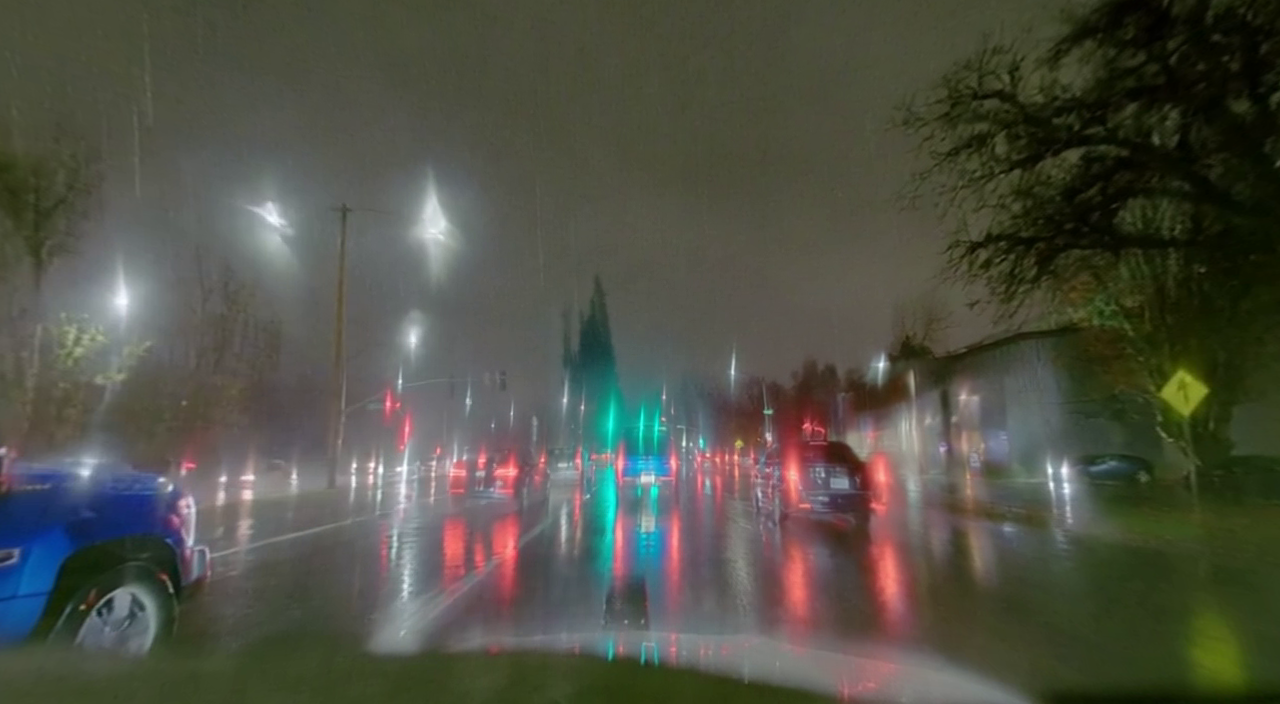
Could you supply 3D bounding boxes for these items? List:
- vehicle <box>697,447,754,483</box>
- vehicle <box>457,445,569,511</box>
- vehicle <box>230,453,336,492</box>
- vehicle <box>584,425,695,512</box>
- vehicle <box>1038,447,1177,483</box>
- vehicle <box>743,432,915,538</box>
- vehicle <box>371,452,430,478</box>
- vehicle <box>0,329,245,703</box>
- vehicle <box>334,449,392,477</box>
[{"bbox_3d":[3.845,5.175,29.115,1.968,1.472,4.456,0,-8,0],"label":"vehicle"},{"bbox_3d":[-3.152,3.203,16.638,1.986,1.465,4.509,0,-8,1],"label":"vehicle"},{"bbox_3d":[-15.273,5.136,27.289,1.924,1.450,4.524,0,-8,0],"label":"vehicle"},{"bbox_3d":[-0.017,2.986,16.718,2.493,1.934,4.957,0,-8,0],"label":"vehicle"},{"bbox_3d":[22.252,5.361,30.301,2.003,1.515,4.939,3,-9,-21],"label":"vehicle"},{"bbox_3d":[3.296,2.387,11.964,1.955,1.628,4.152,0,-8,0],"label":"vehicle"},{"bbox_3d":[-15.248,7.202,40.392,1.932,1.449,4.545,0,-8,1],"label":"vehicle"},{"bbox_3d":[-3.502,0.668,1.547,1.994,1.759,4.709,0,-8,0],"label":"vehicle"},{"bbox_3d":[-19.139,7.666,43.784,1.982,1.728,4.696,0,-8,-1],"label":"vehicle"}]
